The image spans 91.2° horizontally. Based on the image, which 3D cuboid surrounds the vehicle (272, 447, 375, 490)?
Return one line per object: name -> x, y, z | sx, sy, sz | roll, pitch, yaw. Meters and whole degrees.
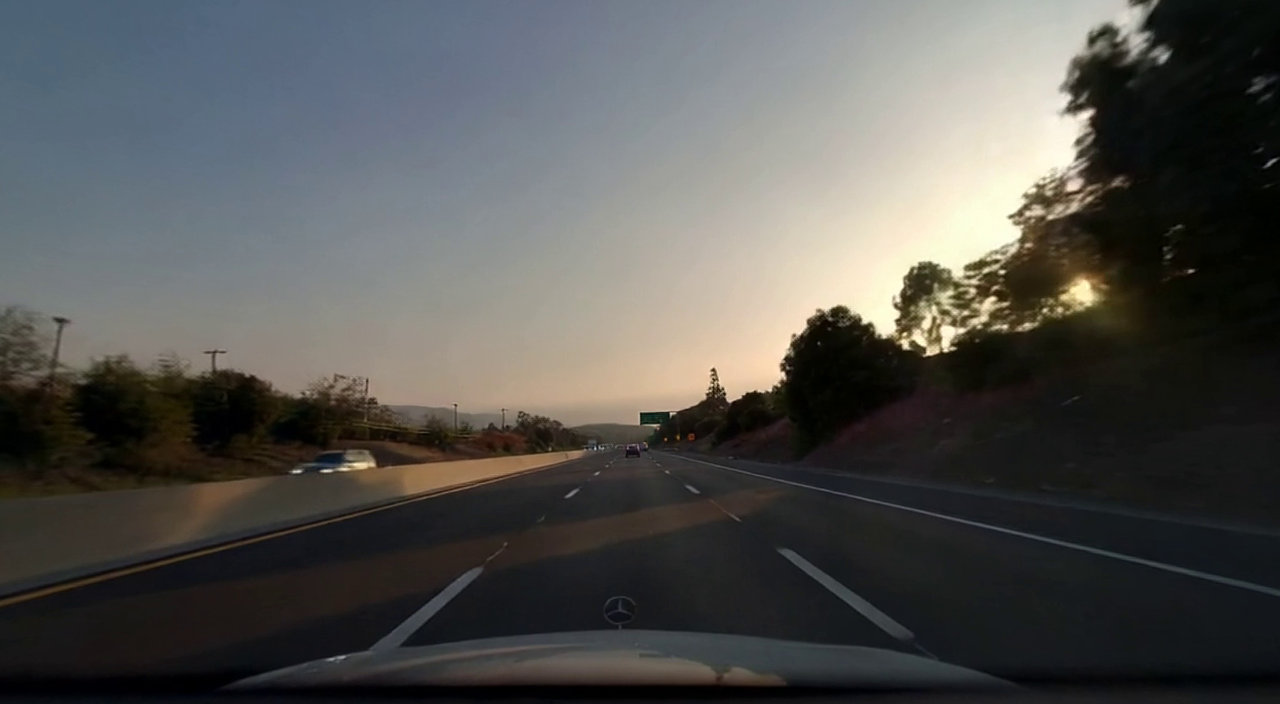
vehicle -> -12.994, 4.778, 26.078 | 1.943, 1.598, 4.516 | 0, -9, -1
